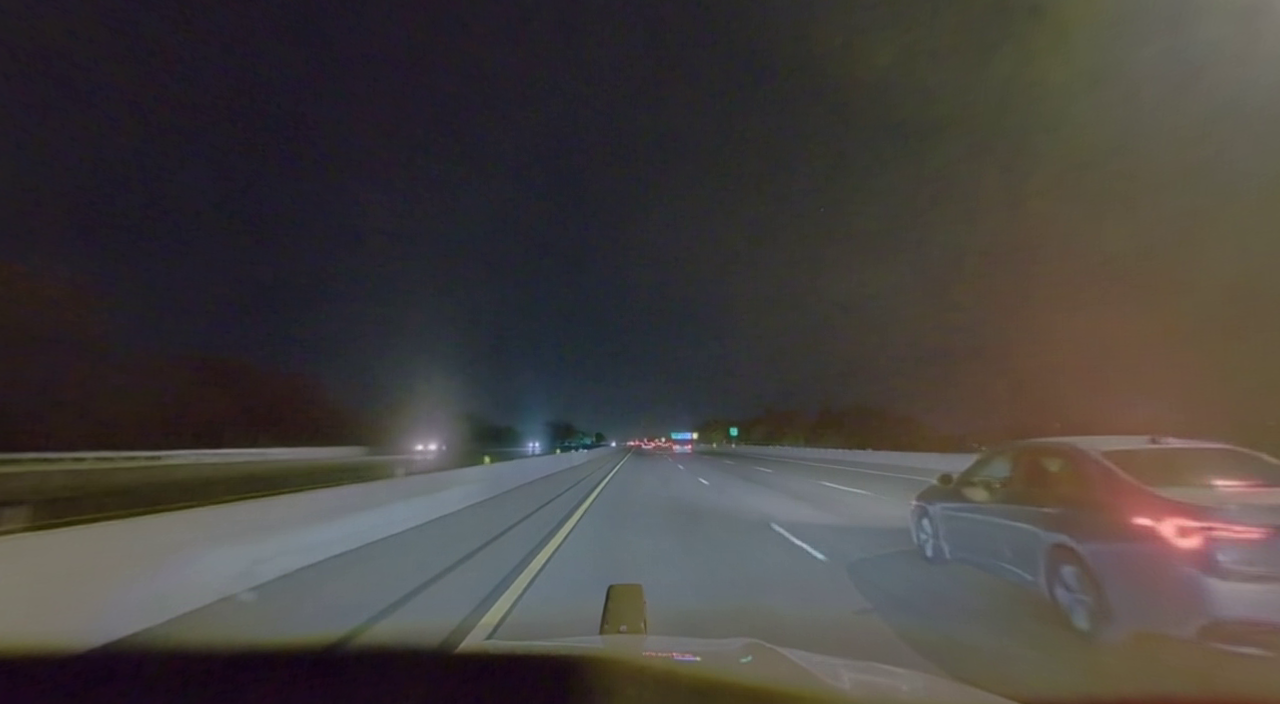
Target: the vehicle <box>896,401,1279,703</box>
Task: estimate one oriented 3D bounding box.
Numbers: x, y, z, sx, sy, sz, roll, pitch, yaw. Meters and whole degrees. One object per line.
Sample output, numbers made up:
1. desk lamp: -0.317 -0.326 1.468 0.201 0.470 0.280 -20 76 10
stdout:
1. vehicle: 3.492 1.124 3.714 2.091 1.482 4.522 0 -8 1
